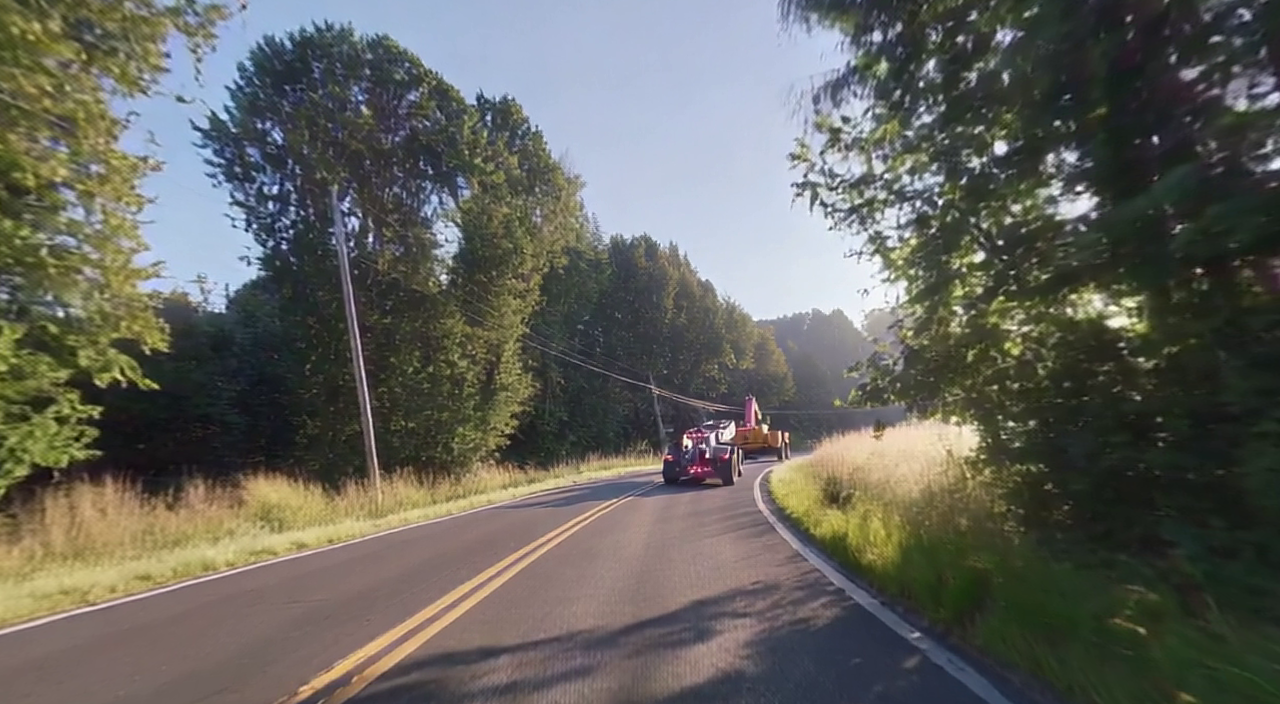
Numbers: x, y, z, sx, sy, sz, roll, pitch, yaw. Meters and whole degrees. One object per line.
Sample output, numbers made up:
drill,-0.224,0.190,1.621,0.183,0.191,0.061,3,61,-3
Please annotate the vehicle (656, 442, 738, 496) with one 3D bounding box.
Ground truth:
vehicle,1.875,3.537,19.432,2.196,1.465,4.294,-1,-9,9
